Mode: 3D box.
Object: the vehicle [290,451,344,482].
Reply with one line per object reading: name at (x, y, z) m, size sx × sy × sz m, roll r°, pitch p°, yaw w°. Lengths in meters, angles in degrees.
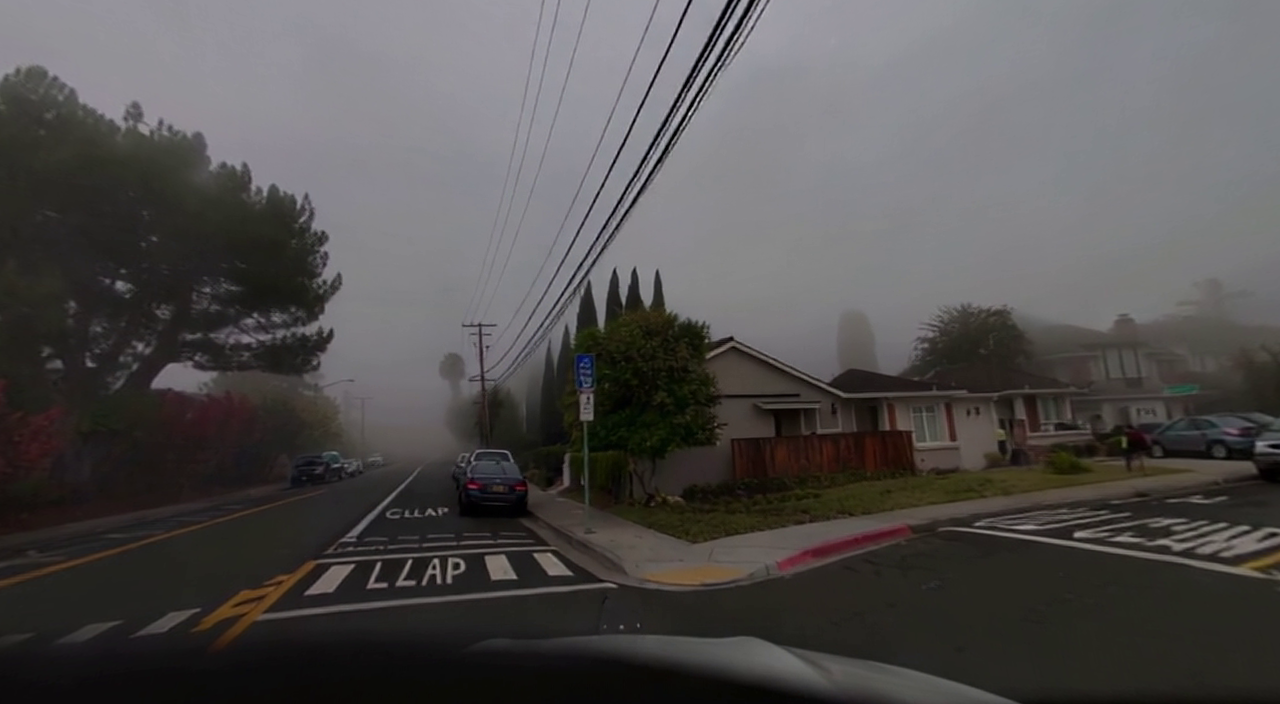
vehicle at (-20.628, 7.306, 40.548) m, size 2.203 × 1.787 × 4.704 m, roll 2°, pitch -9°, yaw -17°
